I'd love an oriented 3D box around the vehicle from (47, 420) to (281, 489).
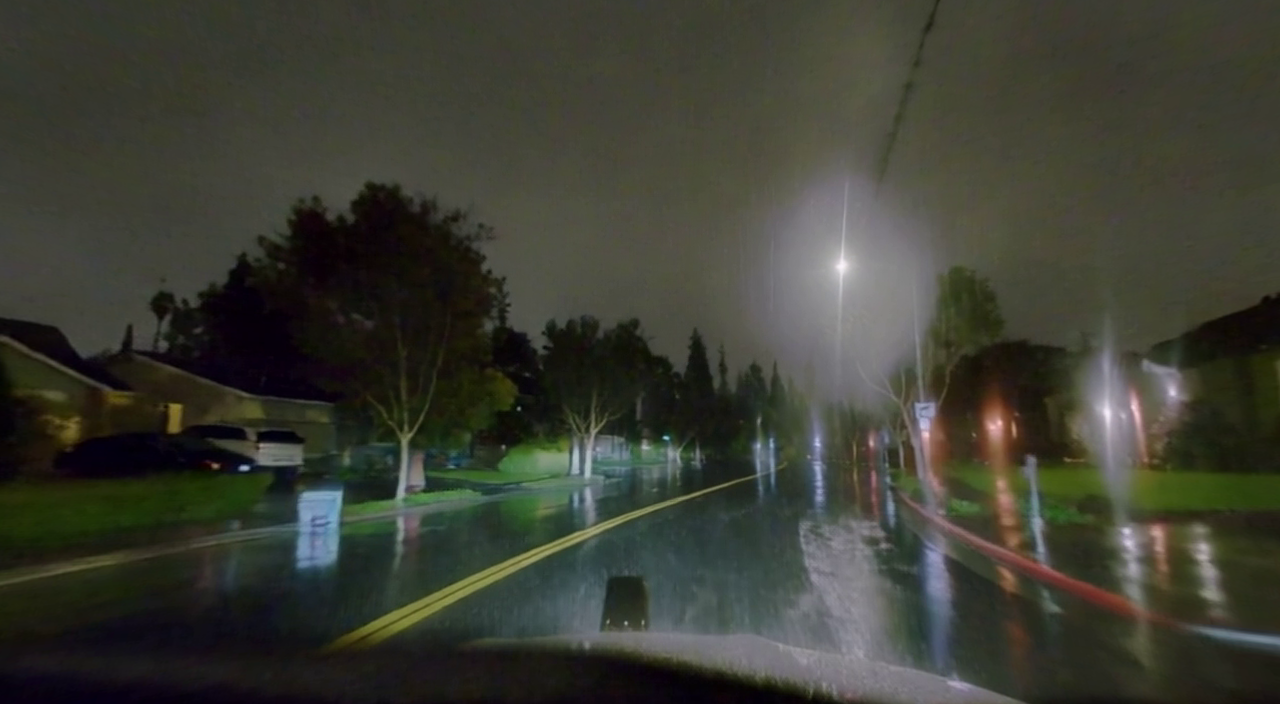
[{"bbox_3d":[-12.653,2.833,17.191,4.485,1.663,2.111,4,-10,-17],"label":"vehicle"}]
